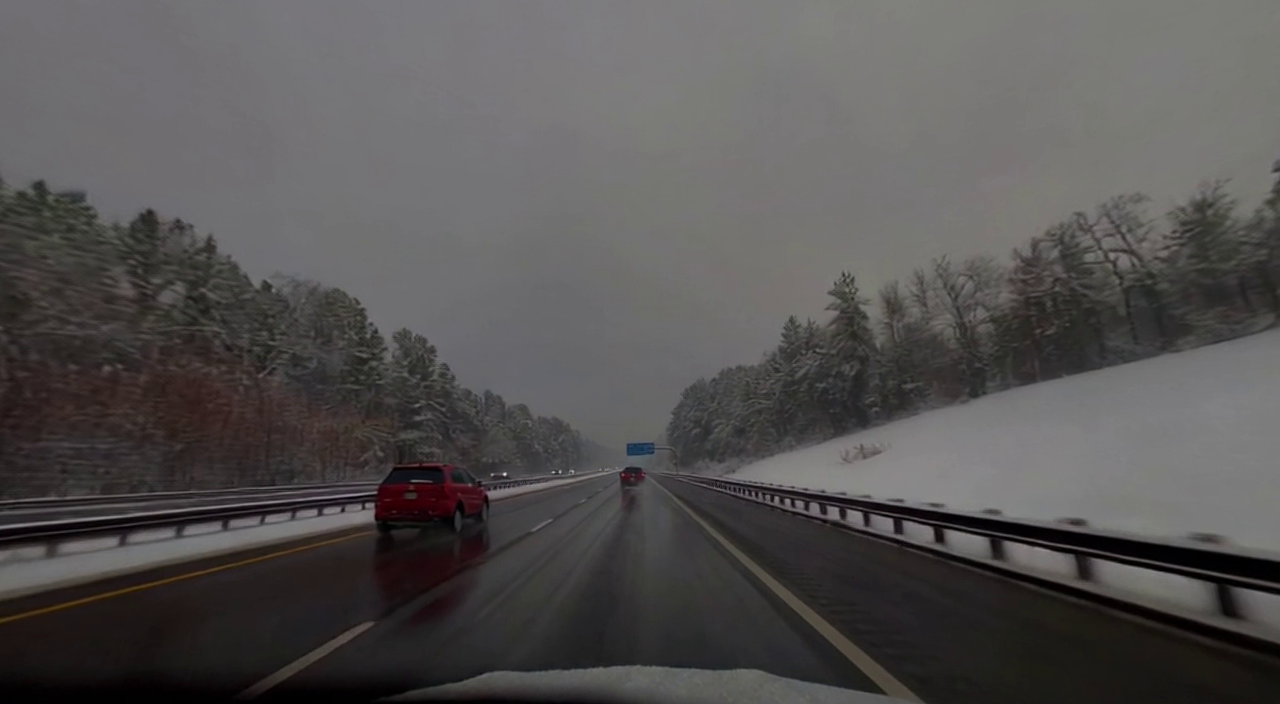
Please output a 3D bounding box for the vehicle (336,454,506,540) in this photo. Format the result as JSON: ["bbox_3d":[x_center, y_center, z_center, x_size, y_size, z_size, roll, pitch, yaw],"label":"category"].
[{"bbox_3d":[-4.377,2.999,13.467,2.003,1.479,4.363,1,-11,0],"label":"vehicle"}]
